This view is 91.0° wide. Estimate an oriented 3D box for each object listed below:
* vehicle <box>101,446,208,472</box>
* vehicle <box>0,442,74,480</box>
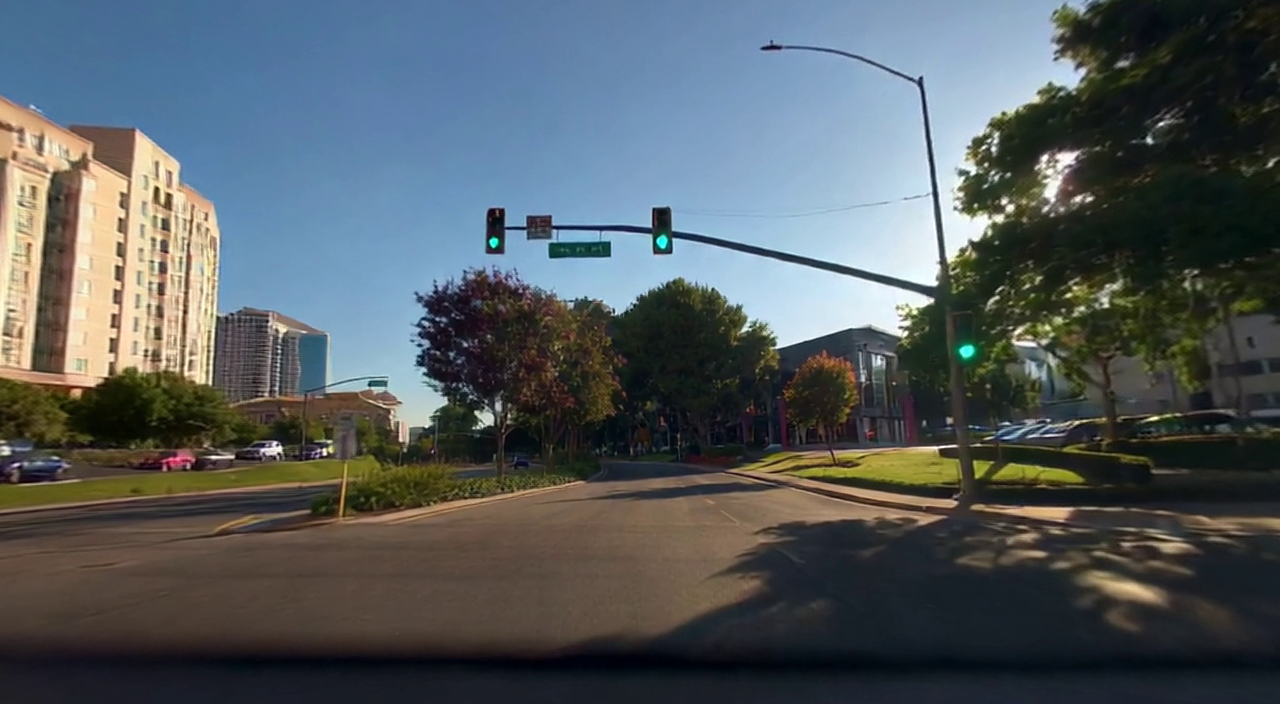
[{"bbox_3d":[-28.938,6.407,37.634,4.652,1.489,1.992,0,-9,-2],"label":"vehicle"},{"bbox_3d":[-29.222,4.984,28.990,4.371,1.671,2.009,0,-9,1],"label":"vehicle"}]
